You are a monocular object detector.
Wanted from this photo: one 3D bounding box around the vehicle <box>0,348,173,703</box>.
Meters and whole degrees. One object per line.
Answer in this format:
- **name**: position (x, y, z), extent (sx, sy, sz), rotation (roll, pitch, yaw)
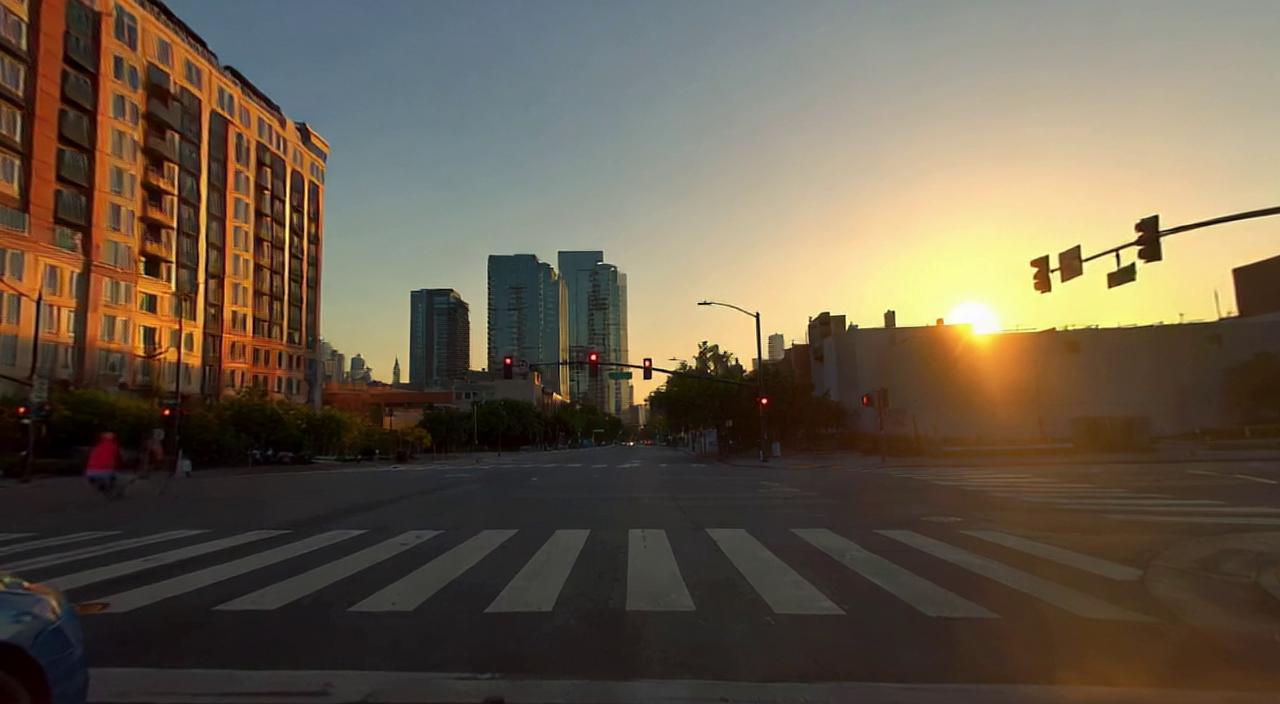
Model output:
- **vehicle**: position (-3.622, 0.624, 1.074), extent (2.109, 1.692, 4.587), rotation (0, -8, 0)
